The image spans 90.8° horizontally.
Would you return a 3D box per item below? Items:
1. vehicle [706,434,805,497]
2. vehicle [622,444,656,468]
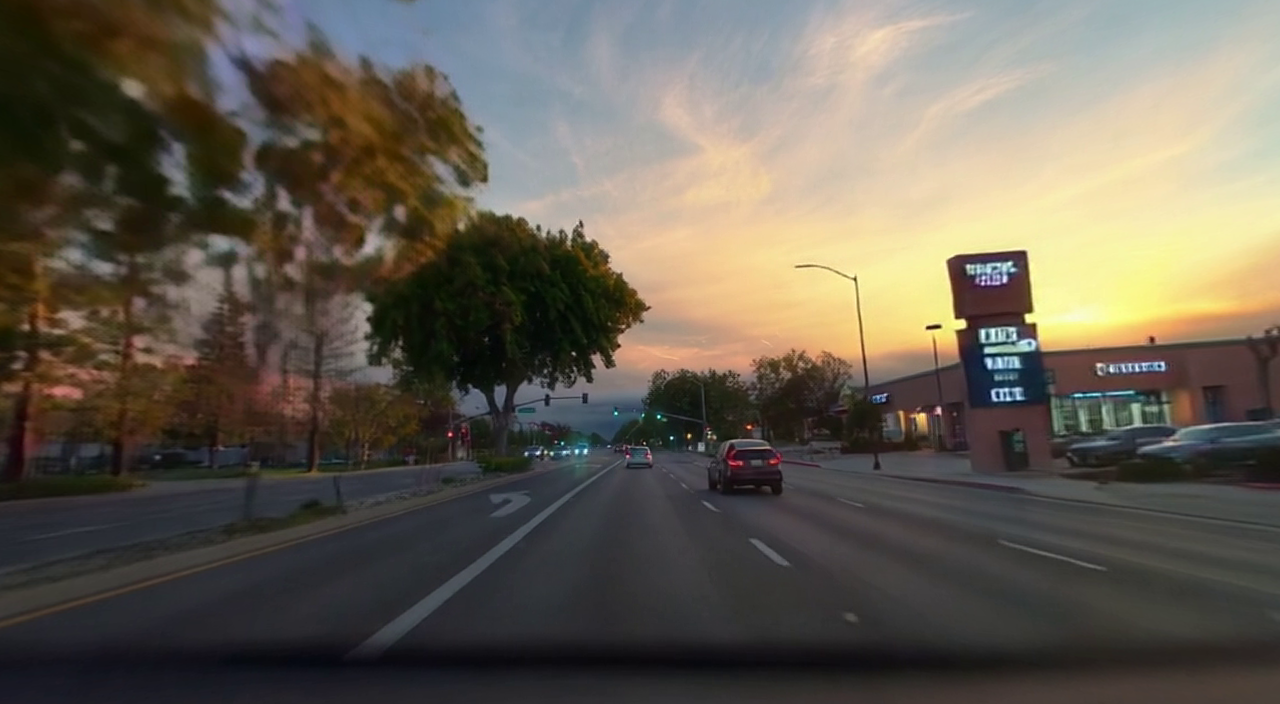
[{"bbox_3d":[3.291,3.348,18.979,2.022,1.643,4.326,0,-8,-2],"label":"vehicle"},{"bbox_3d":[-0.074,6.837,41.716,2.135,1.468,4.076,0,-8,0],"label":"vehicle"}]
